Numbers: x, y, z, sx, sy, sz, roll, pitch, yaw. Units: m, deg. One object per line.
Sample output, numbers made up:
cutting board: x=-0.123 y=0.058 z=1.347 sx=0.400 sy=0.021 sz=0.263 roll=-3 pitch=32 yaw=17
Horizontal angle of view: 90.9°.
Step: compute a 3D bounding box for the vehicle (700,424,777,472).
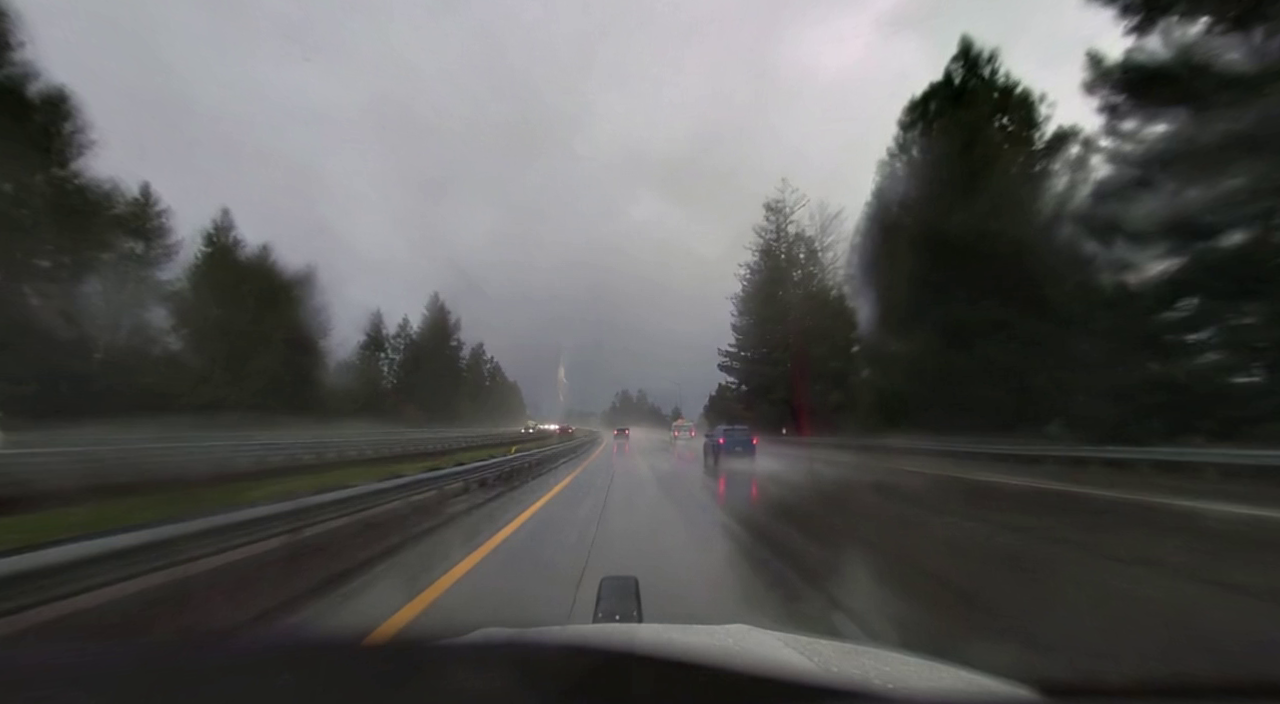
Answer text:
vehicle: x=3.472 y=3.462 z=22.937 sx=2.002 sy=1.569 sz=3.845 roll=0 pitch=-8 yaw=-2
